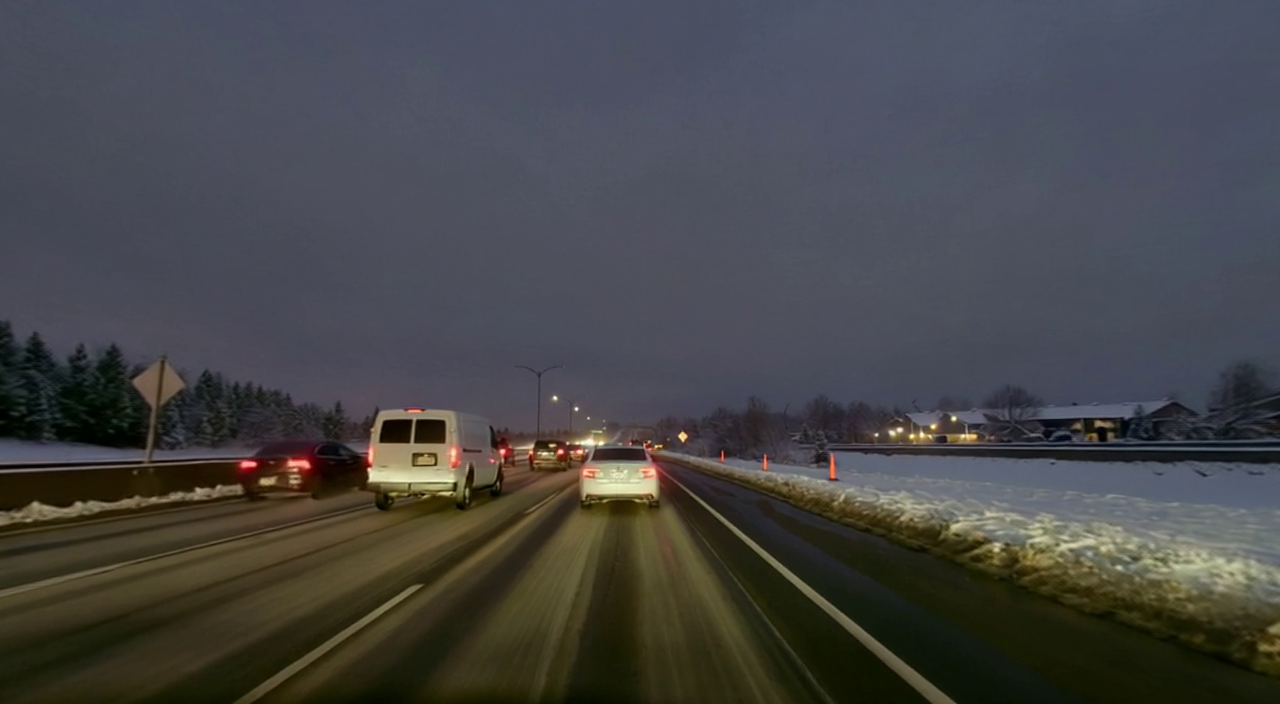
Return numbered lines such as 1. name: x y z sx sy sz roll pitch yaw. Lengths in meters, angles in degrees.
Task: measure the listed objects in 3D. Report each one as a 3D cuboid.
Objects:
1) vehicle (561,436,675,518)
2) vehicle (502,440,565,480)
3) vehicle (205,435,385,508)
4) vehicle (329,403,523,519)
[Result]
1. vehicle: -0.432 2.577 13.552 2.069 1.484 3.918 0 -9 -1
2. vehicle: -4.180 4.320 25.452 1.824 1.459 4.007 0 -9 0
3. vehicle: -8.035 2.801 15.286 1.930 1.506 4.279 0 -8 0
4. vehicle: -4.274 2.344 13.995 2.324 2.012 5.740 0 -9 -1
